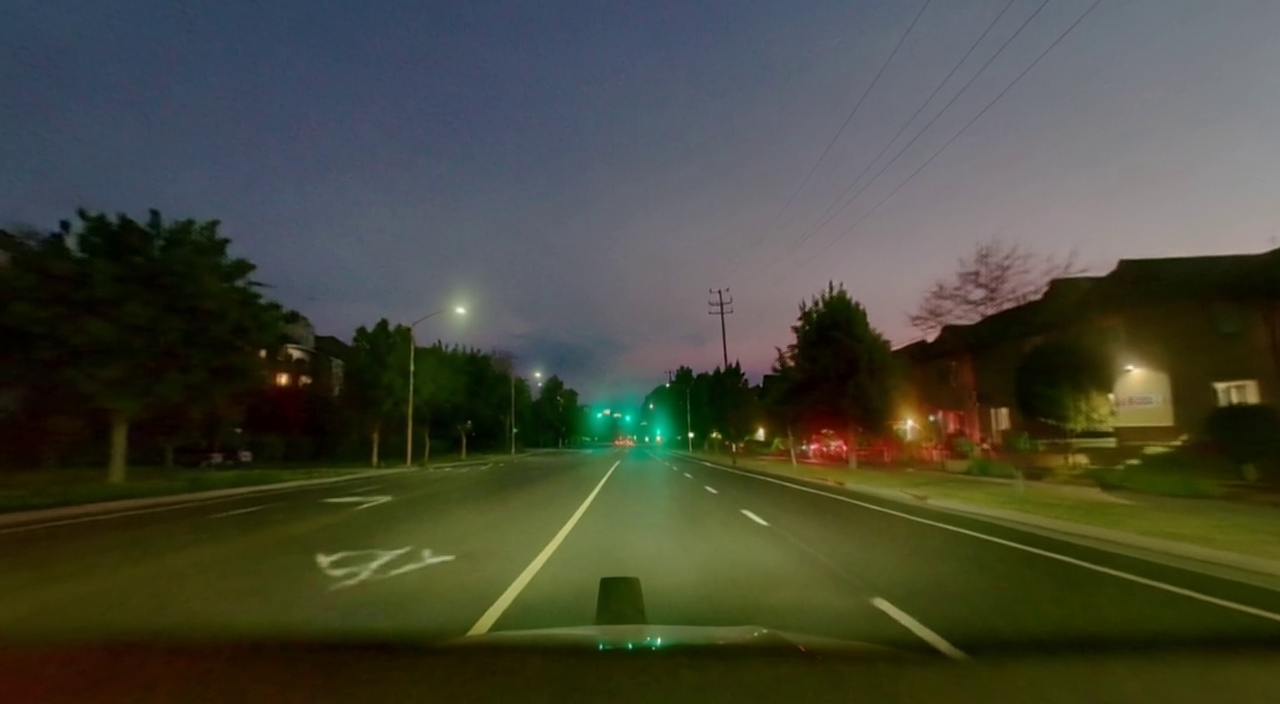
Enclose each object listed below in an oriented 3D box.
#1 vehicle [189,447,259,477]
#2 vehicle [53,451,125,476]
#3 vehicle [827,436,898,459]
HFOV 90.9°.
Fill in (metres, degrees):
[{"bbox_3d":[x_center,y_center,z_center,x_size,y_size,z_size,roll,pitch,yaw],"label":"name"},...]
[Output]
[{"bbox_3d":[-25.110,6.653,38.256,1.958,1.668,4.701,2,-10,-14],"label":"vehicle"},{"bbox_3d":[-40.682,8.233,46.644,1.923,1.679,4.598,1,-9,-12],"label":"vehicle"},{"bbox_3d":[14.626,6.287,41.546,4.253,1.397,1.717,-3,-9,17],"label":"vehicle"}]
